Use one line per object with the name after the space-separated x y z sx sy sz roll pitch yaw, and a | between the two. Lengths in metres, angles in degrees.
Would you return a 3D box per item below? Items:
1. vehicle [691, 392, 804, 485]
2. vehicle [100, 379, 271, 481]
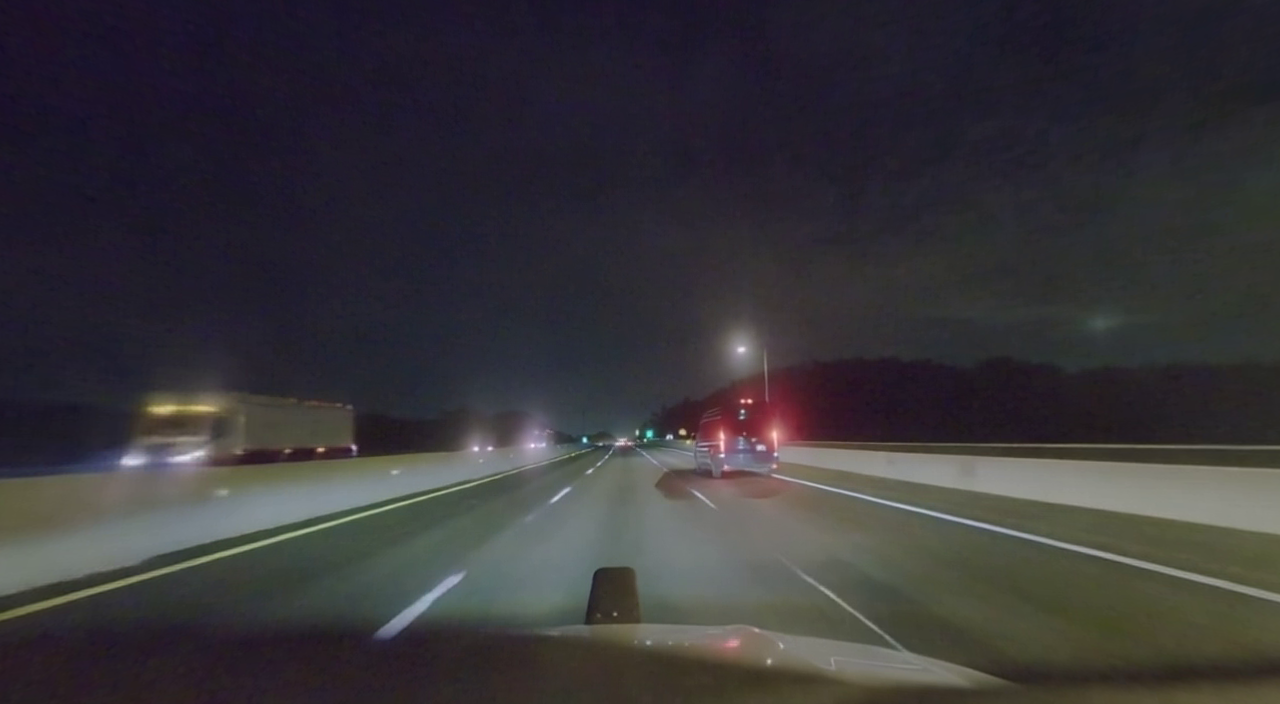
3.374 2.998 21.682 2.431 2.667 6.921 0 -8 -2 | vehicle
-20.166 3.568 28.540 3.147 4.064 6.027 0 -8 -1 | vehicle
